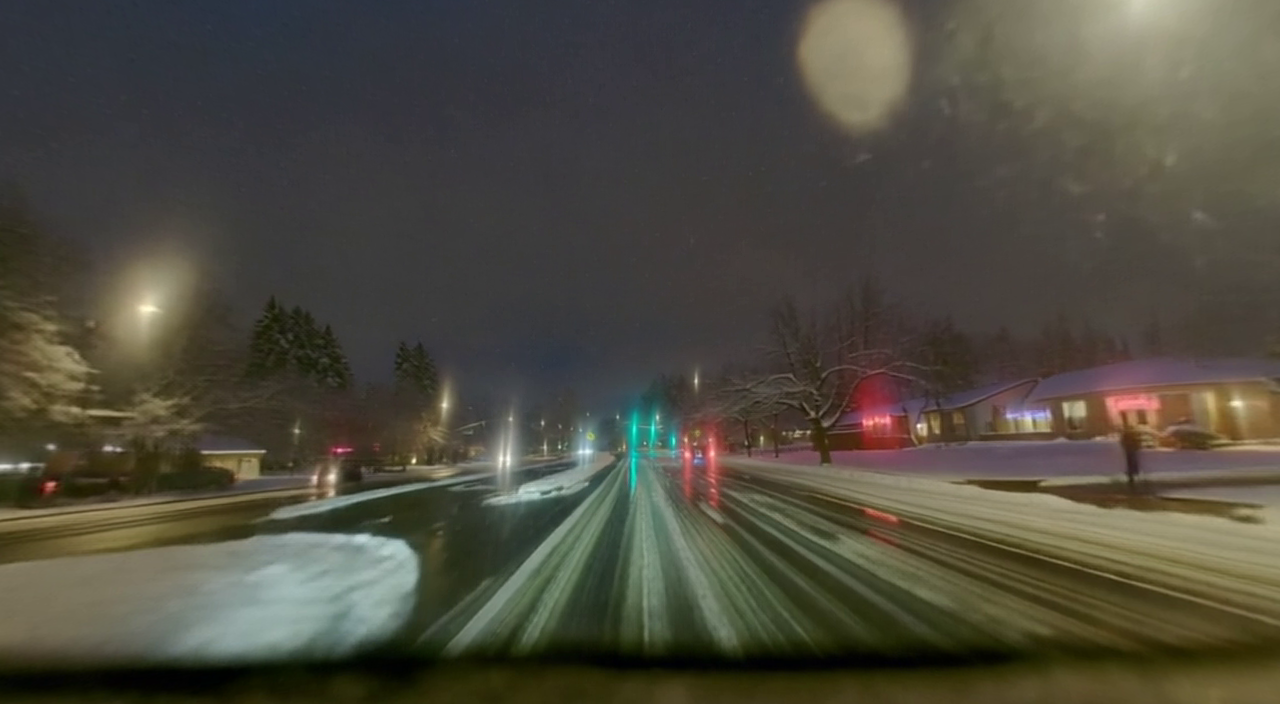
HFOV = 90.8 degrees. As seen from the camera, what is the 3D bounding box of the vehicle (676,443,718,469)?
[{"bbox_3d":[3.286,6.018,36.936,1.929,1.411,4.284,0,-8,-2],"label":"vehicle"}]
